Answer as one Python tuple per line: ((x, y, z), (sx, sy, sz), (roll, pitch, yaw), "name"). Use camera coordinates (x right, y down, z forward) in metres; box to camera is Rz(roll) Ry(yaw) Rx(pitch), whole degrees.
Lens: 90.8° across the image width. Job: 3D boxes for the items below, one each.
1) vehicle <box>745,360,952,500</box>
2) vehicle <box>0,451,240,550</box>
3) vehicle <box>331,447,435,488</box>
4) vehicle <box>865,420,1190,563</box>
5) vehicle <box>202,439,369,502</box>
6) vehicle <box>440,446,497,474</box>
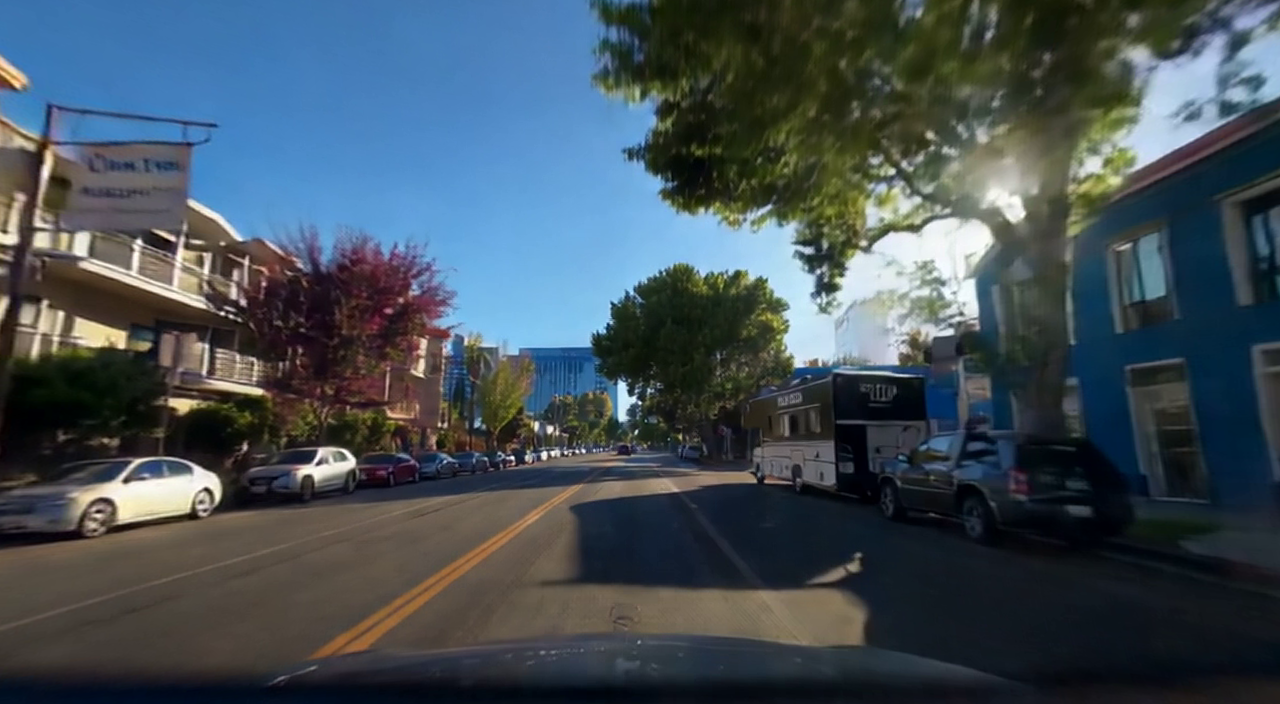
((6.012, 2.638, 20.694), (3.102, 3.473, 9.734), (0, -8, -2), "vehicle")
((-9.994, 2.638, 12.009), (1.802, 1.439, 4.546), (0, -8, 0), "vehicle")
((-10.043, 4.522, 25.169), (2.078, 1.427, 4.900), (0, -8, 0), "vehicle")
((5.932, 2.174, 10.826), (2.154, 1.804, 5.341), (0, -8, 0), "vehicle")
((-10.040, 3.357, 18.416), (2.276, 1.597, 4.421), (0, -8, 0), "vehicle")
((-10.084, 6.349, 37.538), (1.918, 1.535, 4.834), (0, -8, 1), "vehicle")
